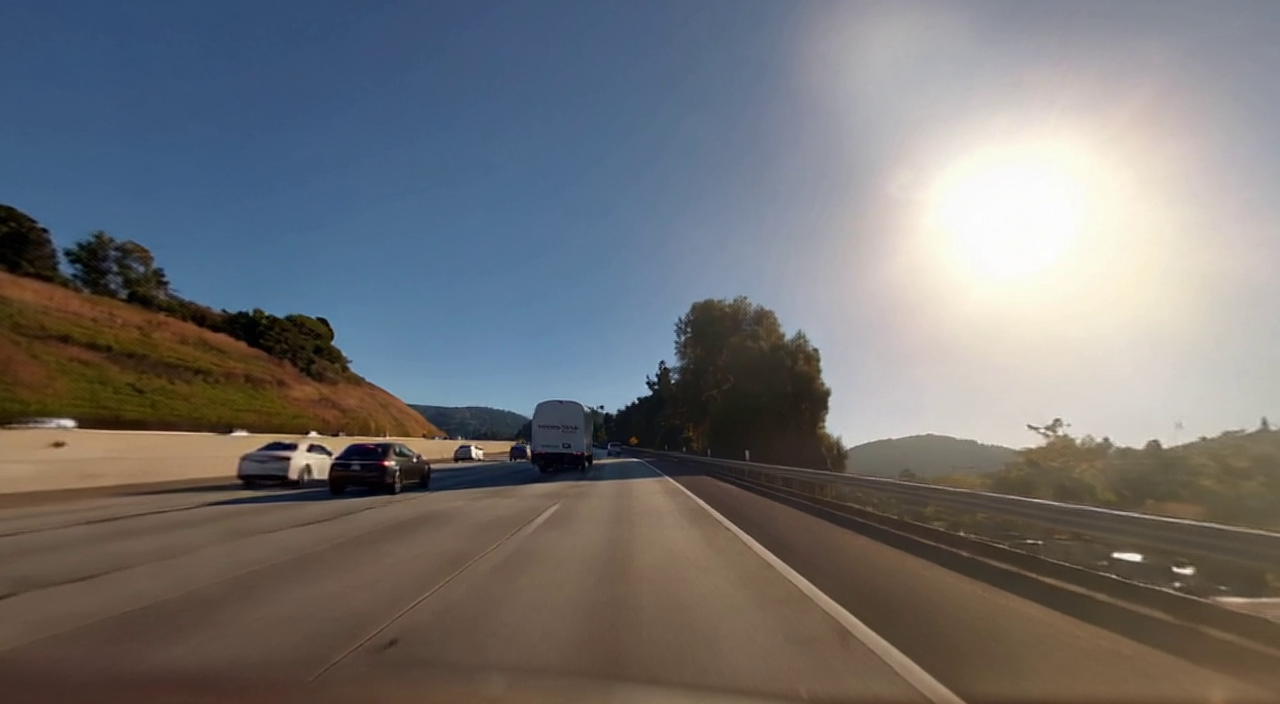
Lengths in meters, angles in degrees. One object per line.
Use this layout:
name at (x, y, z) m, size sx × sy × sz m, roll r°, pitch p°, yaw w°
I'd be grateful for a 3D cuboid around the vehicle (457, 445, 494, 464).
vehicle at (-12.950, 8.093, 49.794) m, size 1.868 × 1.454 × 4.290 m, roll 1°, pitch -9°, yaw -2°

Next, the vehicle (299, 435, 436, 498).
vehicle at (-8.075, 3.428, 19.249) m, size 2.099 × 1.644 × 4.638 m, roll 1°, pitch -9°, yaw 0°

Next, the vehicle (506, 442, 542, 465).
vehicle at (-9.108, 8.016, 49.745) m, size 2.128 × 1.658 × 4.443 m, roll 1°, pitch -9°, yaw -2°

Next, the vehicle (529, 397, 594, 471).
vehicle at (-4.792, 5.527, 41.500) m, size 2.880 × 4.025 × 14.064 m, roll 1°, pitch -9°, yaw -2°

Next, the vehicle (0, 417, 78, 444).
vehicle at (-43.485, 5.679, 45.215) m, size 1.993 × 1.844 × 4.660 m, roll 1°, pitch -9°, yaw -3°

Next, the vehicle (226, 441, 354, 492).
vehicle at (-11.513, 3.777, 21.066) m, size 1.908 × 1.491 × 4.048 m, roll 0°, pitch -9°, yaw 0°
